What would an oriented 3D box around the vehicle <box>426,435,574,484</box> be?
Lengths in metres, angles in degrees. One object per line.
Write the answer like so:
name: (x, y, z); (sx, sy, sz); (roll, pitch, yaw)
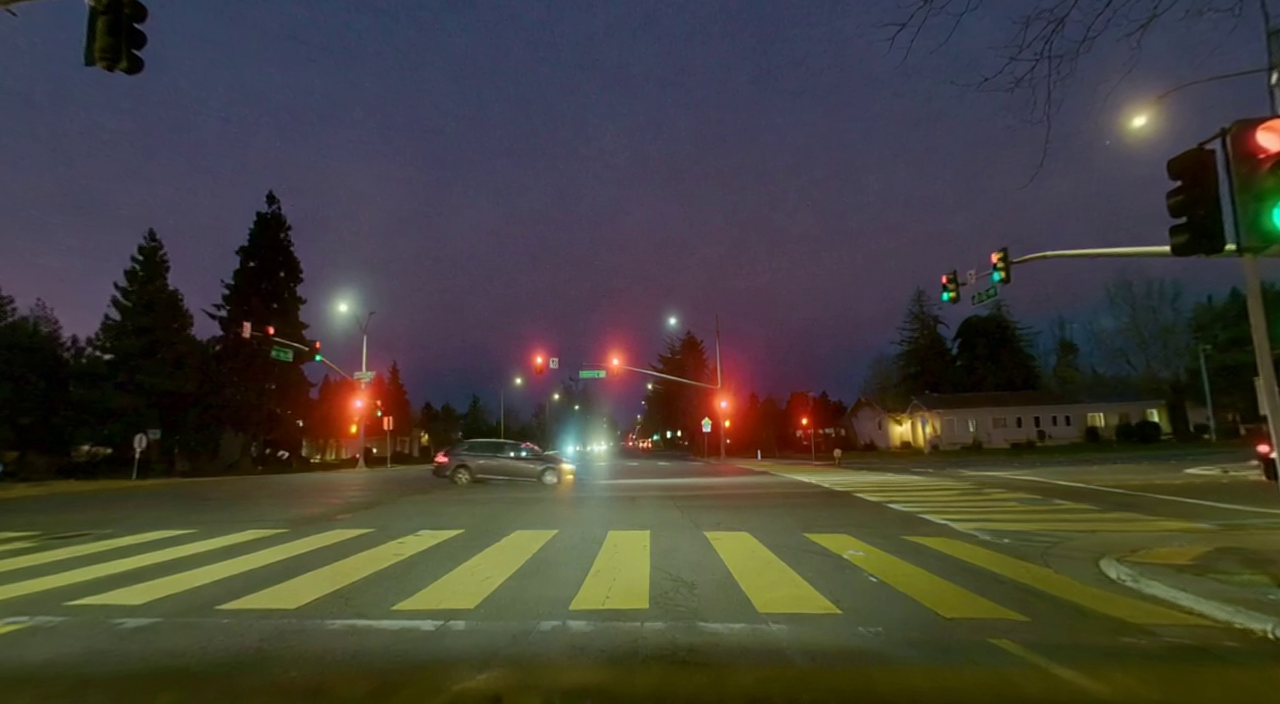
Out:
vehicle: (-4.848, 3.784, 22.331); (4.734, 1.585, 1.940); (-1, -8, 5)
